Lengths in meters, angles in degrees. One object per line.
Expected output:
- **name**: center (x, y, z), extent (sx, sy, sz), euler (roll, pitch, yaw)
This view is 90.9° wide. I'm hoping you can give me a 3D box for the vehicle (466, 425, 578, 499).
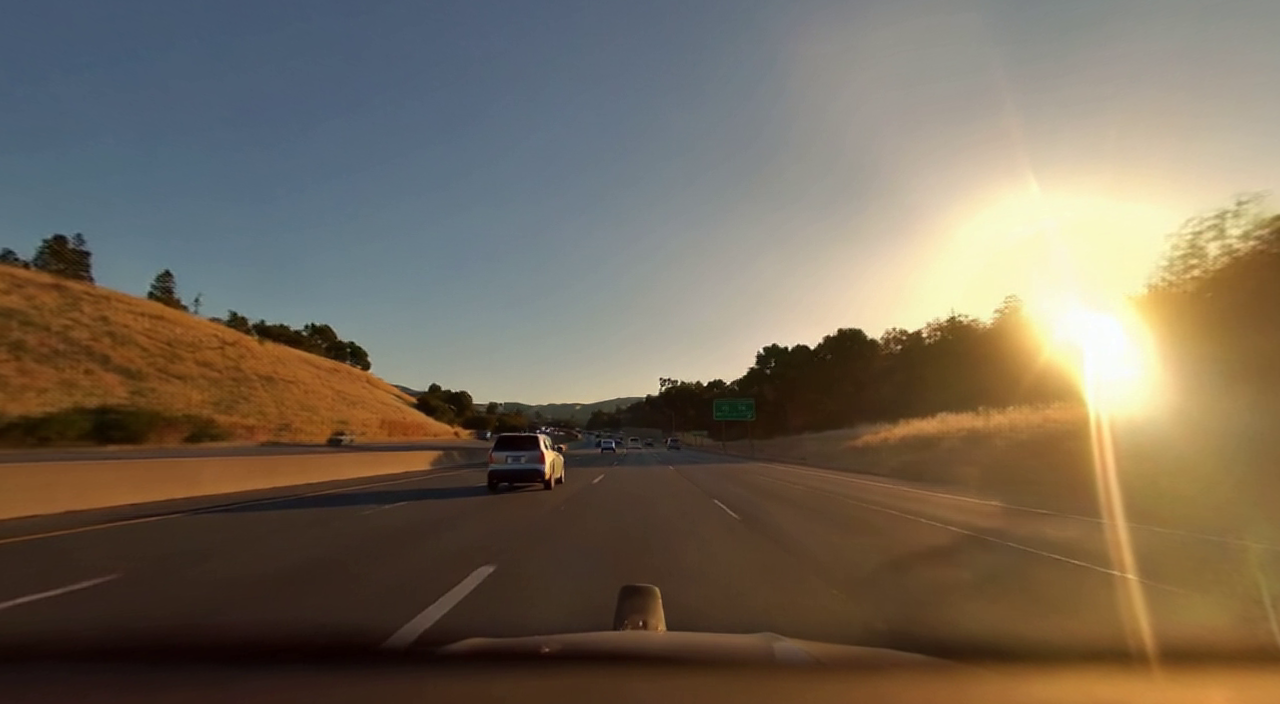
- **vehicle**: center (-3.208, 3.135, 18.336), extent (2.218, 1.848, 4.789), euler (0, -9, 1)
